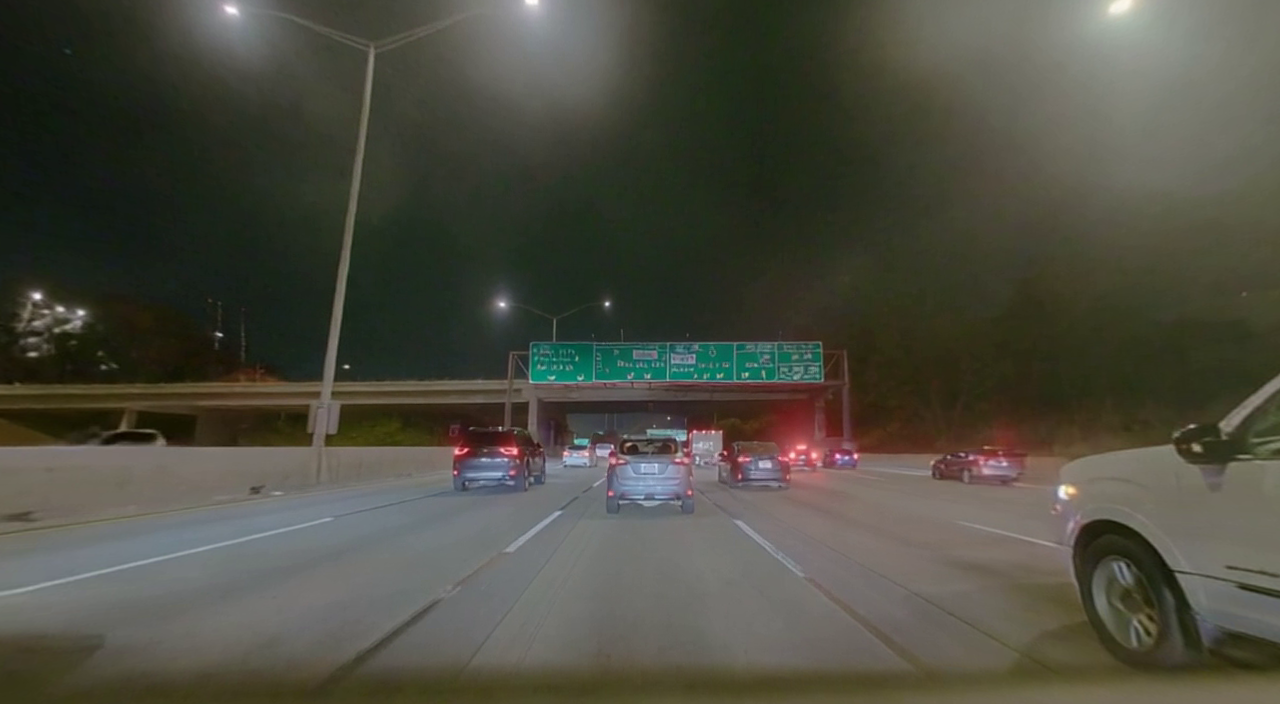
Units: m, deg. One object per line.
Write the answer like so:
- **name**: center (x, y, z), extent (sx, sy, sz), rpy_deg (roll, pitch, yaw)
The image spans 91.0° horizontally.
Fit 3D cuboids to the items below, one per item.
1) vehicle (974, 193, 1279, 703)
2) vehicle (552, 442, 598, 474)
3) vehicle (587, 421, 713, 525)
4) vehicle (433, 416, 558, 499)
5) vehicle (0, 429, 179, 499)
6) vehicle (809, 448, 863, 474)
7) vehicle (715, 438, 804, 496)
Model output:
- **vehicle**: center (3.550, 0.455, 1.799), extent (2.300, 2.242, 5.327), rpy_deg (0, -9, 1)
- **vehicle**: center (-3.611, 5.995, 35.786), extent (1.982, 1.655, 4.604), rpy_deg (0, -9, 2)
- **vehicle**: center (0.209, 2.415, 13.044), extent (2.181, 1.756, 4.167), rpy_deg (0, -9, 1)
- **vehicle**: center (-4.107, 3.170, 19.228), extent (2.212, 2.101, 6.052), rpy_deg (0, -9, 1)
- **vehicle**: center (-17.831, 3.566, 20.394), extent (2.024, 1.946, 4.793), rpy_deg (0, -9, 1)
- **vehicle**: center (12.115, 6.754, 39.233), extent (1.945, 1.498, 4.385), rpy_deg (1, -9, 0)
- **vehicle**: center (3.726, 3.672, 20.563), extent (2.022, 1.633, 4.651), rpy_deg (1, -9, 0)
